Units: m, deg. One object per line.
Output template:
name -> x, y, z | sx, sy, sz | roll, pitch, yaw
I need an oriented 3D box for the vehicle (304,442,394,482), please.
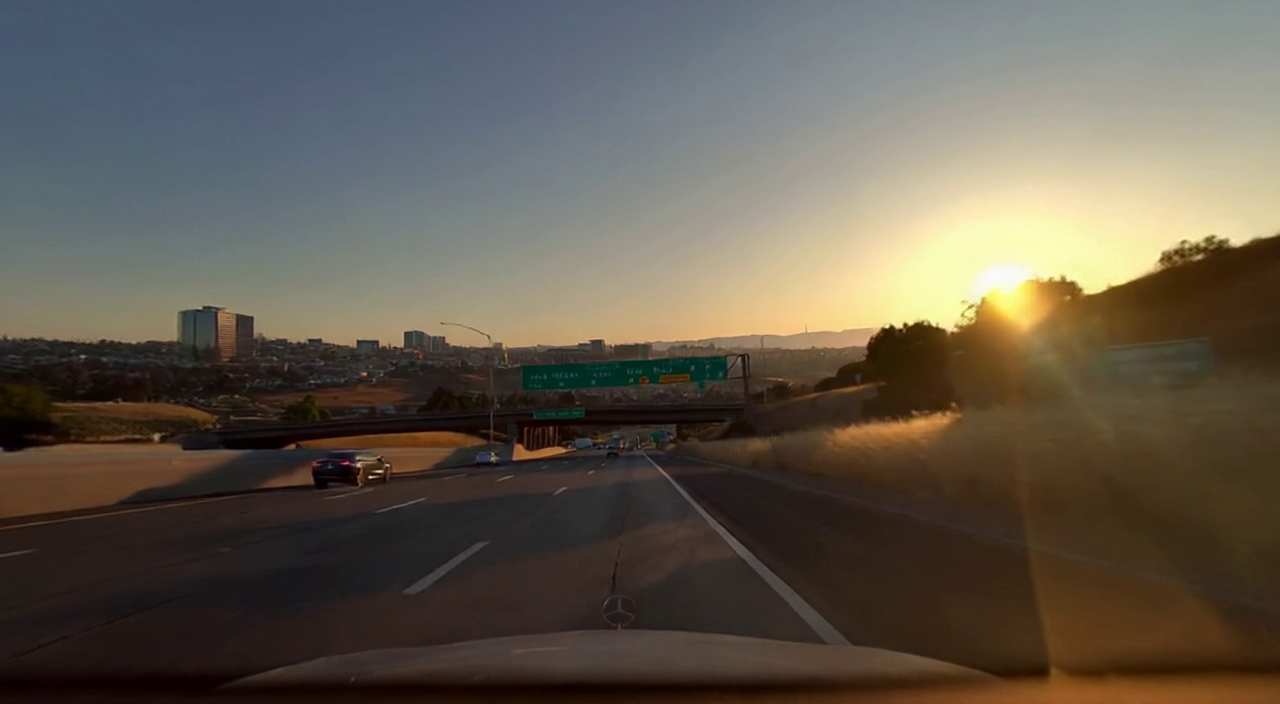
vehicle -> -14.462, 5.481, 31.849 | 2.049, 1.792, 5.177 | 0, -9, 0
